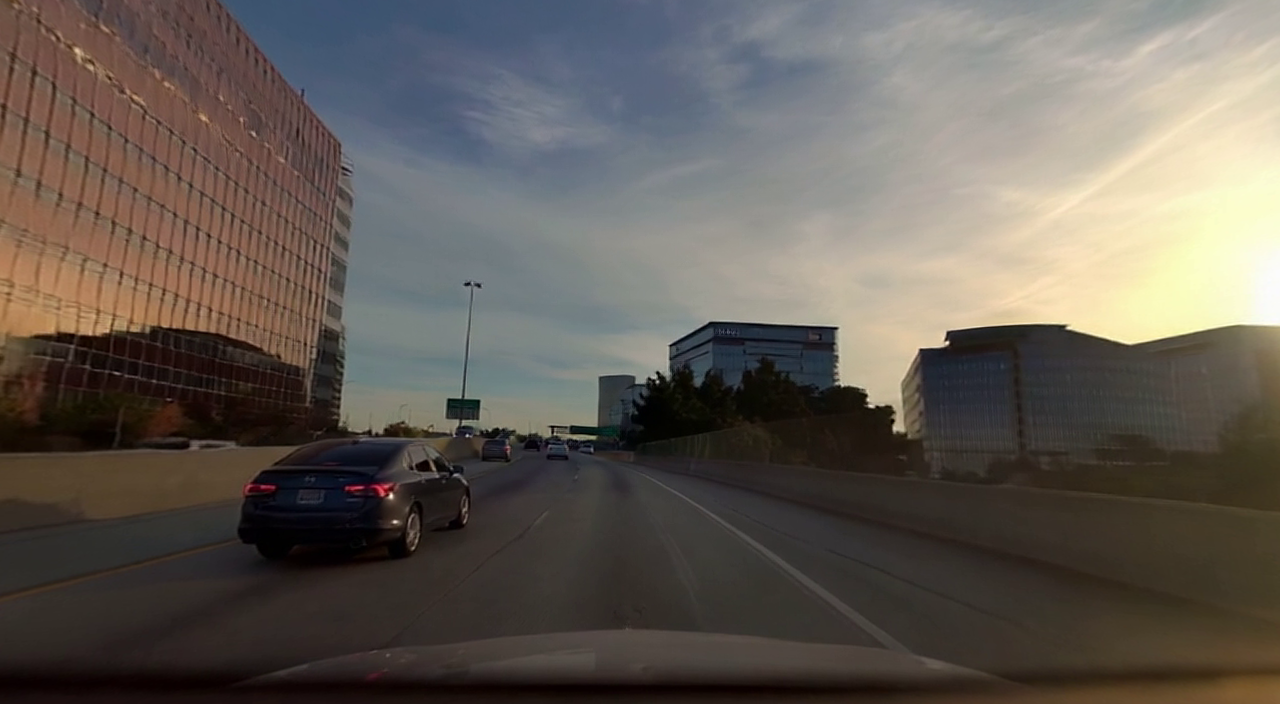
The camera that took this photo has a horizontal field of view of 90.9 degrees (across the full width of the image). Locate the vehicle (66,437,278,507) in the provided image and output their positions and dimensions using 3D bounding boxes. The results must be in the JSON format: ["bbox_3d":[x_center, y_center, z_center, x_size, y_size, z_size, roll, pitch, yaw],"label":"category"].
[{"bbox_3d":[-11.074,2.849,15.424,1.950,1.437,4.326,0,-9,-2],"label":"vehicle"}]

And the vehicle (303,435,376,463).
[{"bbox_3d":[-16.261,5.292,34.401,1.982,1.442,4.367,0,-9,-3],"label":"vehicle"}]

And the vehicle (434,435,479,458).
[{"bbox_3d":[-12.729,6.635,44.050,1.953,1.520,4.549,0,-9,-2],"label":"vehicle"}]

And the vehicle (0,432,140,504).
[{"bbox_3d":[-14.732,2.726,15.041,1.937,1.511,4.618,0,-9,-3],"label":"vehicle"}]

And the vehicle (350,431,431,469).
[{"bbox_3d":[-11.823,4.699,30.233,2.078,1.664,4.595,0,-9,-2],"label":"vehicle"}]
